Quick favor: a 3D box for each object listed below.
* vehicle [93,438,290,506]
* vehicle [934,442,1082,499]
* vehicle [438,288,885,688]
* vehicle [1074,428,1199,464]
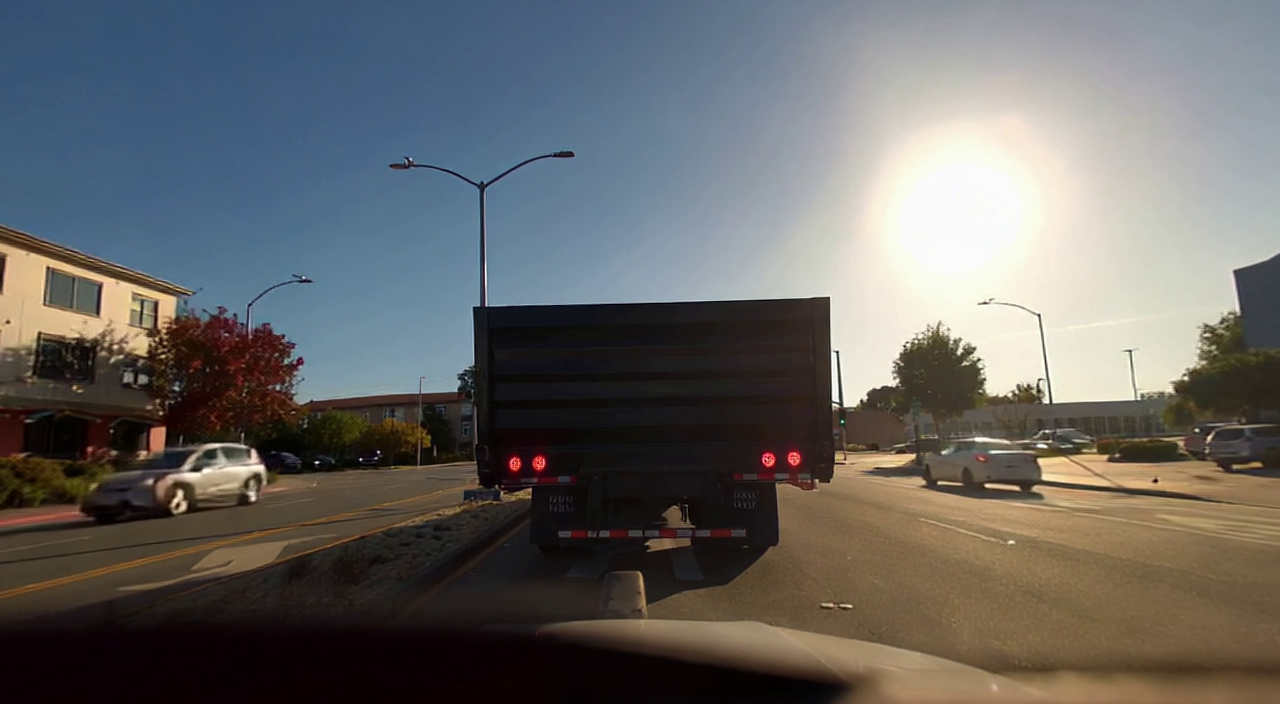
[{"bbox_3d":[-14.493,3.865,21.008,2.218,1.926,5.753,-1,-8,2],"label":"vehicle"},{"bbox_3d":[10.492,3.372,18.408,1.907,1.465,4.077,-1,-8,1],"label":"vehicle"},{"bbox_3d":[0.272,1.301,7.374,2.650,2.391,7.008,-1,-8,3],"label":"vehicle"},{"bbox_3d":[23.092,4.389,29.445,4.171,1.614,1.894,-1,-8,1],"label":"vehicle"}]
